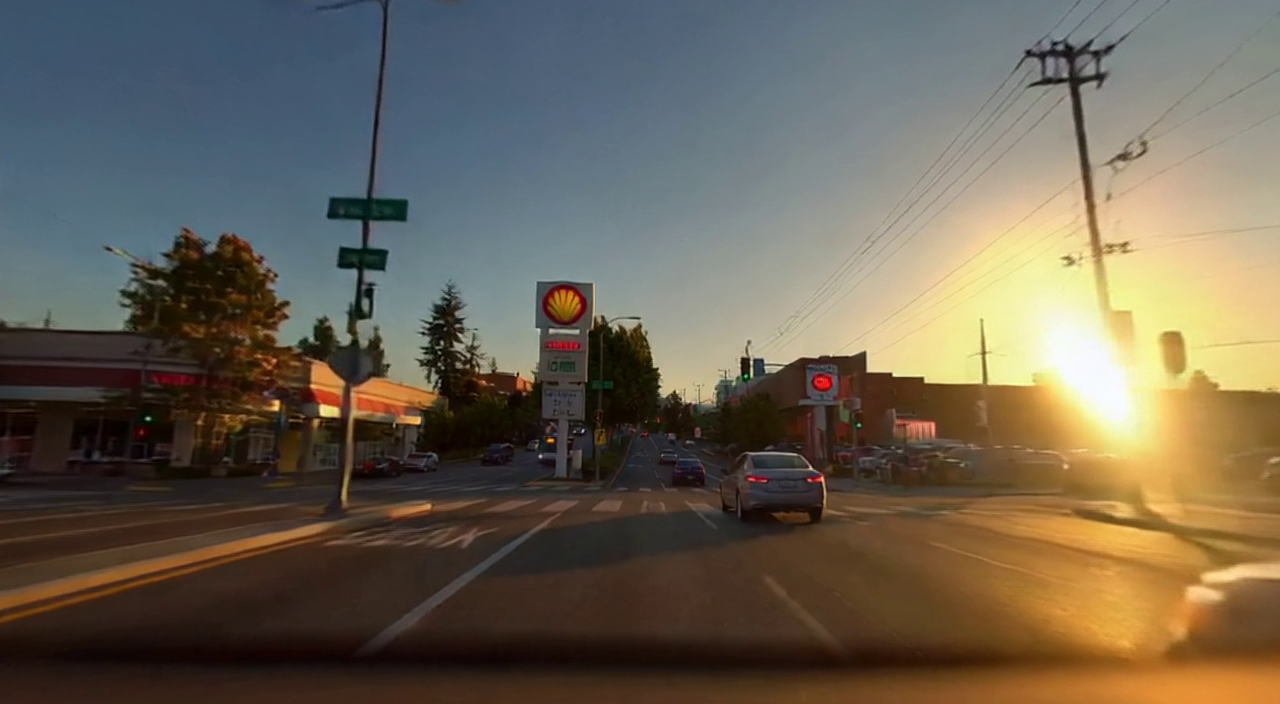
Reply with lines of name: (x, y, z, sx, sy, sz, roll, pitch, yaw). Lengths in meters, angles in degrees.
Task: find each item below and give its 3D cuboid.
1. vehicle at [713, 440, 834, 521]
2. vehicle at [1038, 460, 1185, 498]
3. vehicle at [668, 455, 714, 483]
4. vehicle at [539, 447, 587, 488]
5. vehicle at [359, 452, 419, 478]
vehicle: (3.076, 3.049, 15.499, 1.999, 1.679, 4.217, 1, -9, -1)
vehicle: (20.901, 5.648, 28.091, 4.727, 1.514, 2.211, 0, -9, 1)
vehicle: (2.937, 6.883, 37.186, 2.282, 1.458, 4.362, 1, -9, 0)
vehicle: (-3.747, 5.776, 31.087, 2.189, 1.836, 4.693, 1, -12, -6)
vehicle: (-17.792, 8.021, 44.917, 1.956, 1.634, 5.000, 0, -9, 3)
